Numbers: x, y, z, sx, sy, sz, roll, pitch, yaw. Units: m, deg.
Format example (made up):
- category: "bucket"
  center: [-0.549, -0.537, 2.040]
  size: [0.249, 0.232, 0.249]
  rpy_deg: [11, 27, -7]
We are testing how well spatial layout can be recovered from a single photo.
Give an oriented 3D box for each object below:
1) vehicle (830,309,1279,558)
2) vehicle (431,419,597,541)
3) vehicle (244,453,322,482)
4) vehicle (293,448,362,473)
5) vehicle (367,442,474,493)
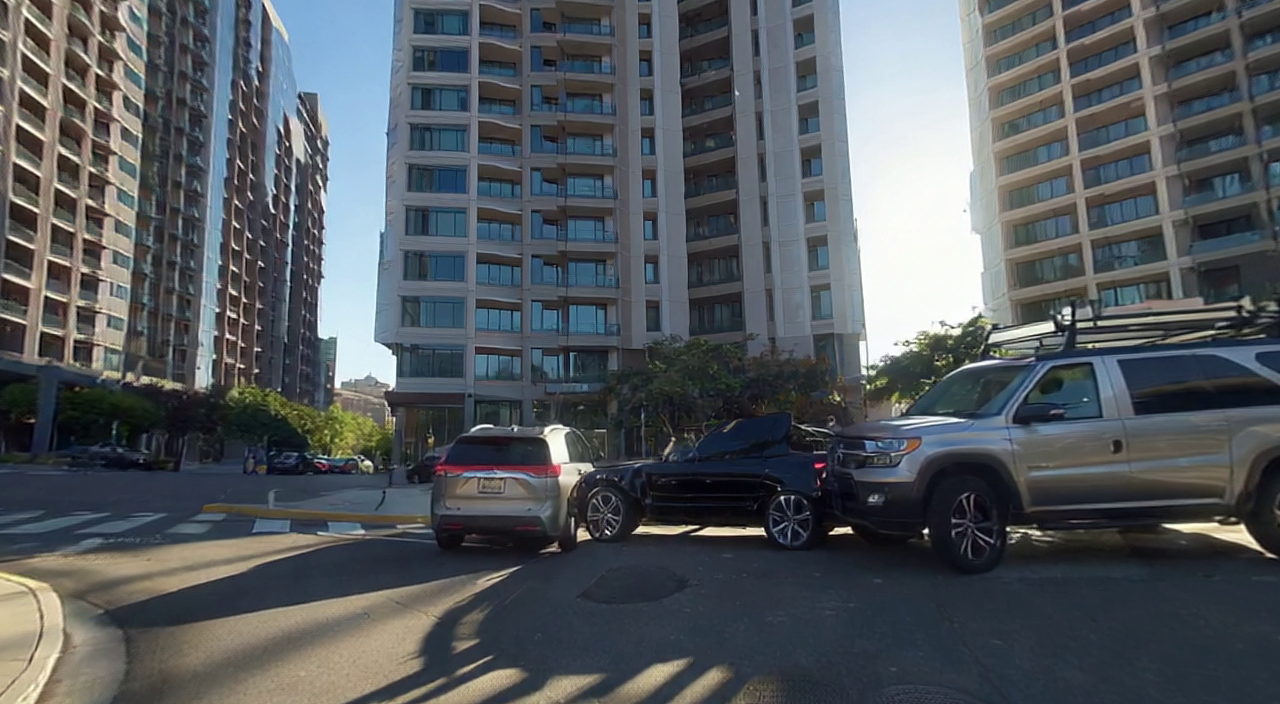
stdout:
- category: "vehicle"
  center: [6.373, 1.060, 8.250]
  size: [6.932, 2.753, 2.446]
  rpy_deg: [0, -8, 1]
- category: "vehicle"
  center: [-1.956, 2.157, 11.215]
  size: [2.144, 1.733, 4.115]
  rpy_deg: [0, -8, -1]
- category: "vehicle"
  center: [-19.458, 6.291, 34.505]
  size: [3.467, 1.456, 1.649]
  rpy_deg: [4, -9, -24]
- category: "vehicle"
  center: [-19.901, 6.933, 40.303]
  size: [3.692, 1.509, 1.803]
  rpy_deg: [3, -9, -20]
- category: "vehicle"
  center: [-8.172, 4.331, 24.024]
  size: [2.395, 1.719, 4.549]
  rpy_deg: [0, -8, 1]
